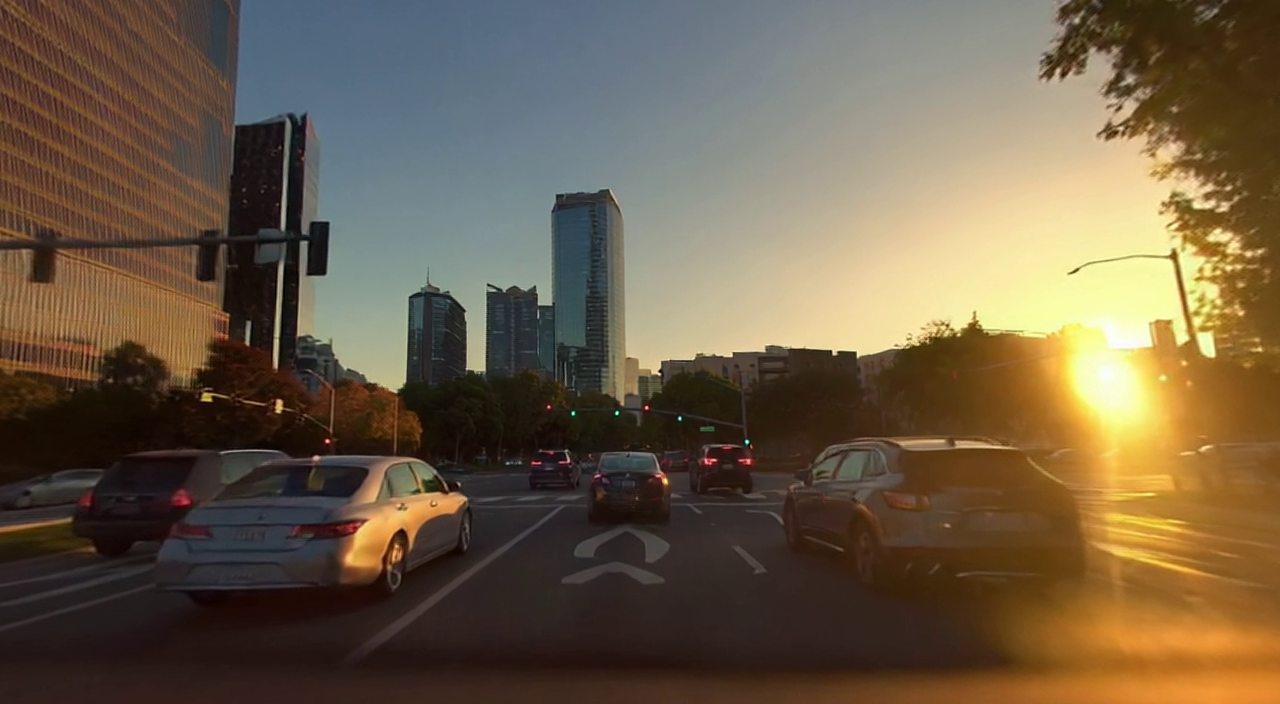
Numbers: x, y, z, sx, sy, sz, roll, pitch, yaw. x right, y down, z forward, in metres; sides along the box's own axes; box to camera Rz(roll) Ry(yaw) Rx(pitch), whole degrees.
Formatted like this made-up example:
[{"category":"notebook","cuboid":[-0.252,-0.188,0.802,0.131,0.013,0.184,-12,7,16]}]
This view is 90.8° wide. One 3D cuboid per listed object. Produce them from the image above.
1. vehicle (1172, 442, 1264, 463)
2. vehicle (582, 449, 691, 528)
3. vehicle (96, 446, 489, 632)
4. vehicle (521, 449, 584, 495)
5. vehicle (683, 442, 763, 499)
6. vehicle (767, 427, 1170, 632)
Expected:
[{"category":"vehicle","cuboid":[40.013,6.947,43.808,4.644,1.430,1.781,0,-9,-1]},{"category":"vehicle","cuboid":[-0.107,2.941,14.211,2.098,1.461,3.958,0,-8,-1]},{"category":"vehicle","cuboid":[-3.329,1.836,7.371,2.045,1.463,4.490,0,-8,0]},{"category":"vehicle","cuboid":[-3.571,4.964,26.498,2.033,1.714,4.278,0,-8,0]},{"category":"vehicle","cuboid":[2.805,4.122,22.490,2.138,1.778,4.422,0,-8,-1]},{"category":"vehicle","cuboid":[3.061,1.745,7.431,1.996,1.566,4.917,0,-8,-1]}]
